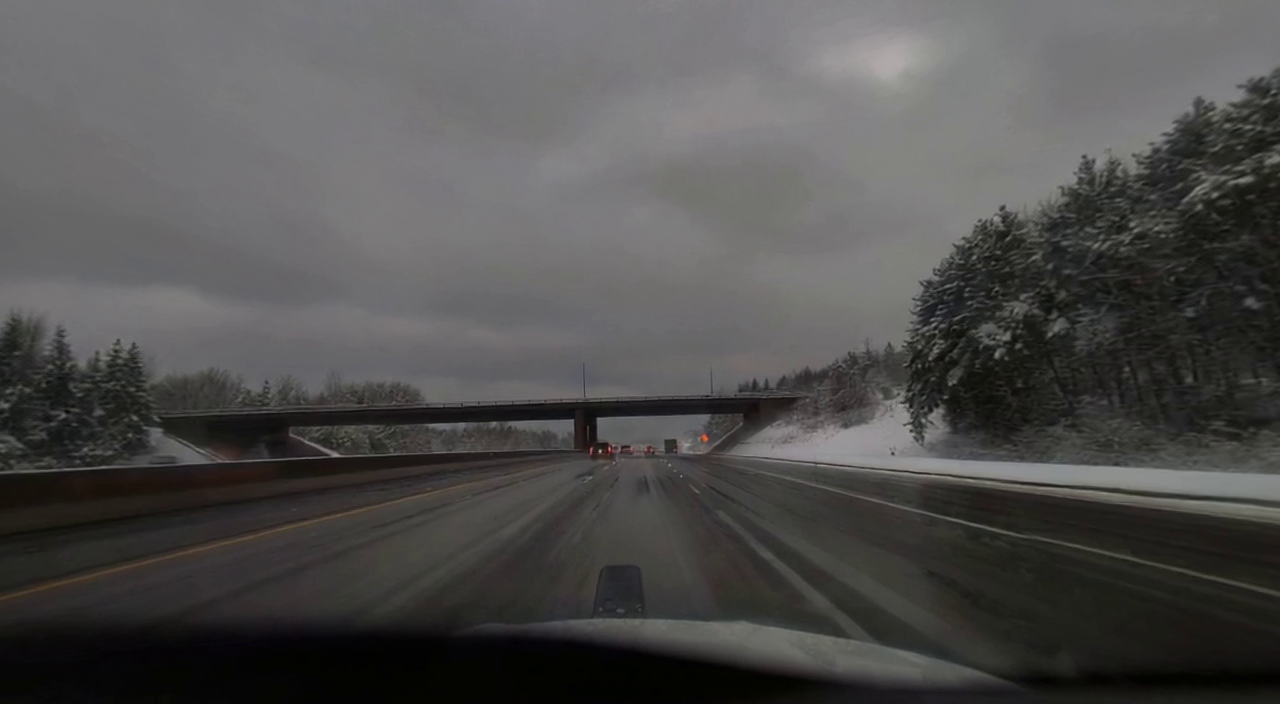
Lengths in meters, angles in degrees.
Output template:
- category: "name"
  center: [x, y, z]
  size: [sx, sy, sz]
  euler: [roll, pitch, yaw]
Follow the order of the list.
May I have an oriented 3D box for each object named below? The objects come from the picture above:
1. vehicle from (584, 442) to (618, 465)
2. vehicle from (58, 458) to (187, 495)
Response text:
- category: "vehicle"
  center: [-3.009, 7.900, 49.216]
  size: [2.212, 1.676, 4.804]
  euler: [0, -9, 2]
- category: "vehicle"
  center: [-25.217, 6.033, 30.973]
  size: [2.162, 1.571, 4.494]
  euler: [-2, -9, 8]
